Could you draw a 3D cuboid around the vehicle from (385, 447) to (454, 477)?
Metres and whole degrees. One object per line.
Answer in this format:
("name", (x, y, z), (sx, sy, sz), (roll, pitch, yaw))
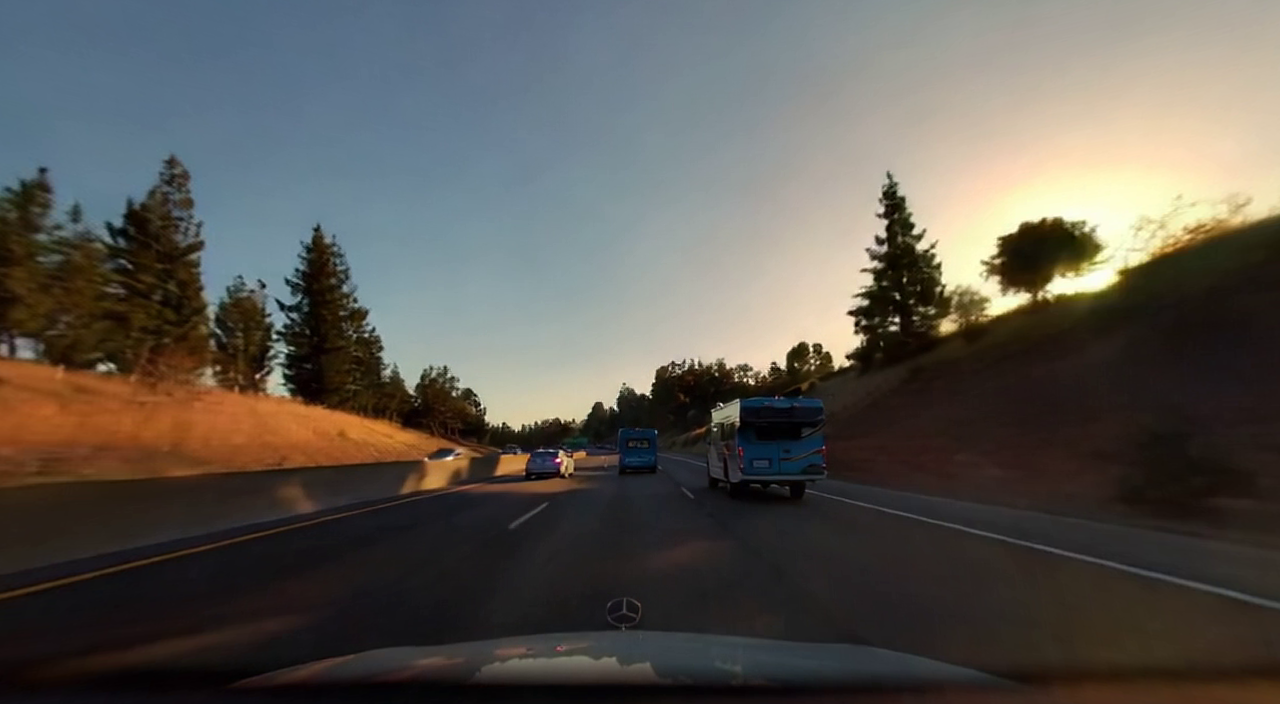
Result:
("vehicle", (-11.779, 5.895, 34.091), (1.928, 1.524, 4.685), (0, -9, 1))

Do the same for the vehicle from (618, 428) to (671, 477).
("vehicle", (0.183, 5.174, 32.634), (2.524, 2.310, 4.986), (0, -9, 0))

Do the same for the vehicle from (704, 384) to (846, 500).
("vehicle", (3.773, 2.810, 19.591), (2.607, 2.910, 7.252), (0, -9, -2))

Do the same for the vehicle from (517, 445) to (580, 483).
("vehicle", (-3.850, 4.791, 27.331), (1.959, 1.502, 4.559), (0, -9, 1))
